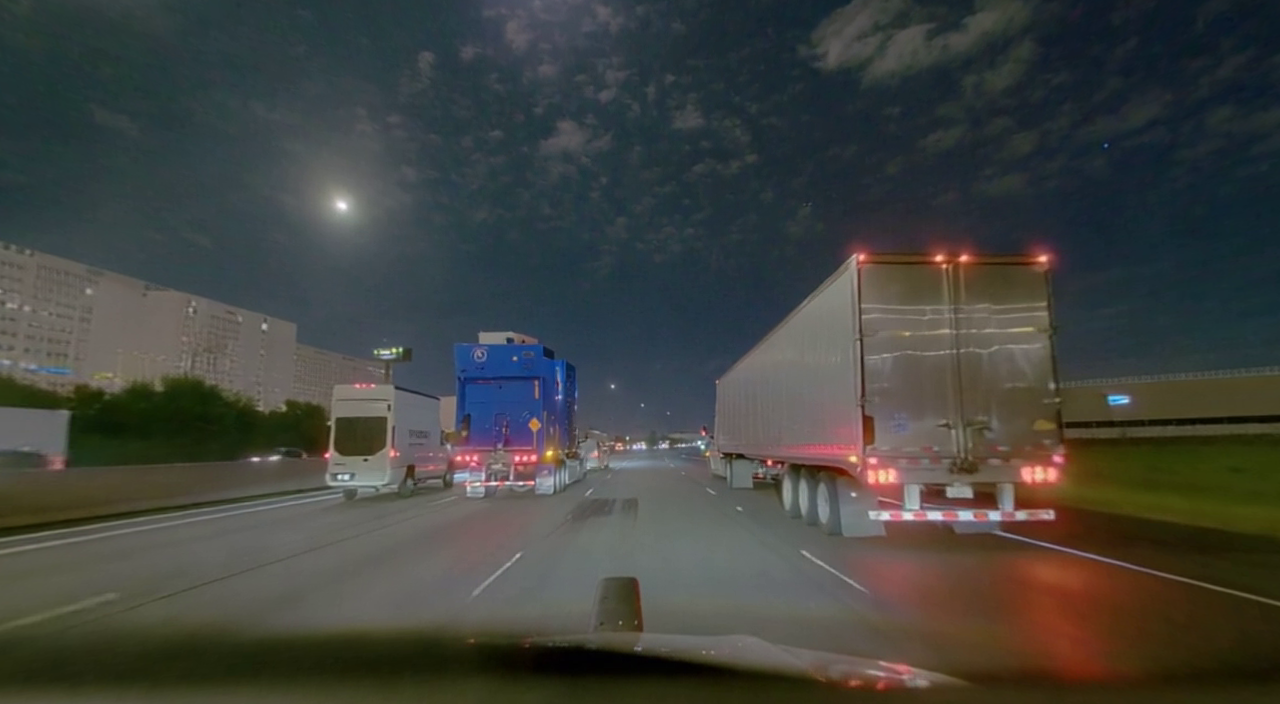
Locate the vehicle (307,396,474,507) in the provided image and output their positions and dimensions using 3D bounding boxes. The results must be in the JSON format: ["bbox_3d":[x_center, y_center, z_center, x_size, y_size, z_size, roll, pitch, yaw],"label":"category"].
[{"bbox_3d":[-6.833,2.846,18.342,2.385,2.672,6.049,0,-8,0],"label":"vehicle"}]

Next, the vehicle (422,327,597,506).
[{"bbox_3d":[-3.547,2.721,22.729,2.939,4.132,16.303,0,-9,0],"label":"vehicle"}]
